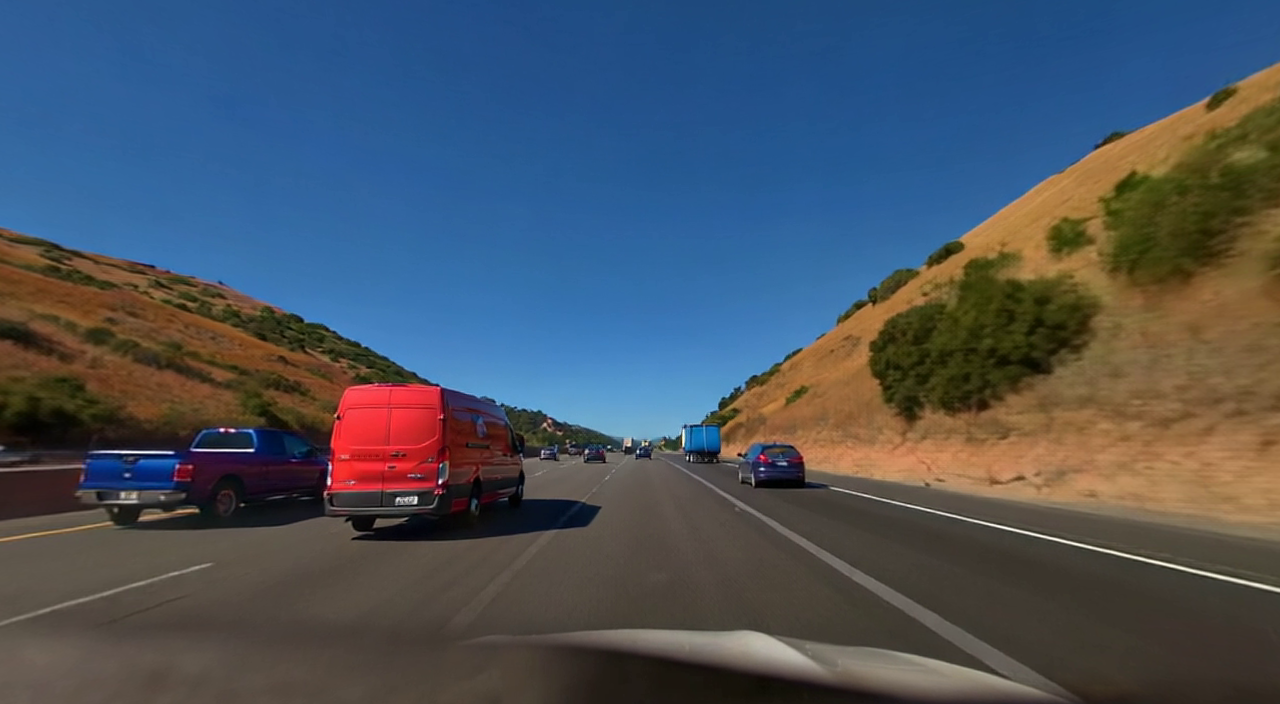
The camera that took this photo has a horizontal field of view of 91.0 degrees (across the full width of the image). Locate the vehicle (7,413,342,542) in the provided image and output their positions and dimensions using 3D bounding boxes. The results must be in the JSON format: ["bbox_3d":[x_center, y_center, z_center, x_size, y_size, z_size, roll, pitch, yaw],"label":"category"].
[{"bbox_3d":[-7.447,2.068,10.992,2.054,1.715,4.928,0,-9,0],"label":"vehicle"}]

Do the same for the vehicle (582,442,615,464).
[{"bbox_3d":[-3.094,7.669,47.952,2.138,1.581,4.340,0,-9,1],"label":"vehicle"}]

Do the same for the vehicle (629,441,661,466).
[{"bbox_3d":[0.309,6.659,41.232,2.014,1.543,3.804,0,-9,0],"label":"vehicle"}]

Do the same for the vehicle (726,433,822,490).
[{"bbox_3d":[4.072,3.416,19.867,2.051,1.598,4.145,0,-9,-1],"label":"vehicle"}]

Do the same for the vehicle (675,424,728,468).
[{"bbox_3d":[4.085,6.471,43.314,2.877,2.730,7.831,0,-9,0],"label":"vehicle"}]

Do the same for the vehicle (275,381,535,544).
[{"bbox_3d":[-3.669,1.937,11.492,2.421,2.203,5.775,0,-9,1],"label":"vehicle"}]
